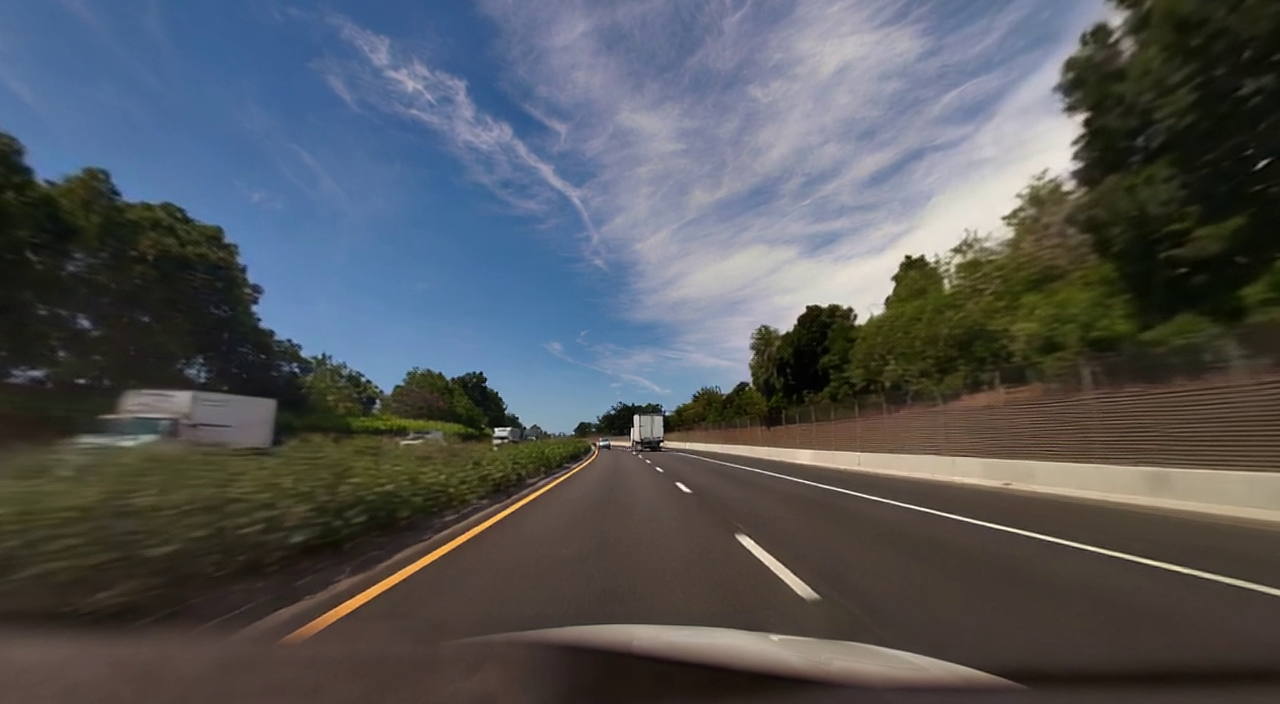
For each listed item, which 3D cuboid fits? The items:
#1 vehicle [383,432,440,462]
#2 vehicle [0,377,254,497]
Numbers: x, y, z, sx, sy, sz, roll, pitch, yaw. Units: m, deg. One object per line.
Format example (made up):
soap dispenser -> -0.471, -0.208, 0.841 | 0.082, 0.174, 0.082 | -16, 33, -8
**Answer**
vehicle -> -13.652, 5.723, 37.886 | 1.927, 1.660, 4.333 | 0, -8, -1
vehicle -> -13.442, 2.311, 17.023 | 2.294, 2.641, 5.907 | 0, -8, -2
